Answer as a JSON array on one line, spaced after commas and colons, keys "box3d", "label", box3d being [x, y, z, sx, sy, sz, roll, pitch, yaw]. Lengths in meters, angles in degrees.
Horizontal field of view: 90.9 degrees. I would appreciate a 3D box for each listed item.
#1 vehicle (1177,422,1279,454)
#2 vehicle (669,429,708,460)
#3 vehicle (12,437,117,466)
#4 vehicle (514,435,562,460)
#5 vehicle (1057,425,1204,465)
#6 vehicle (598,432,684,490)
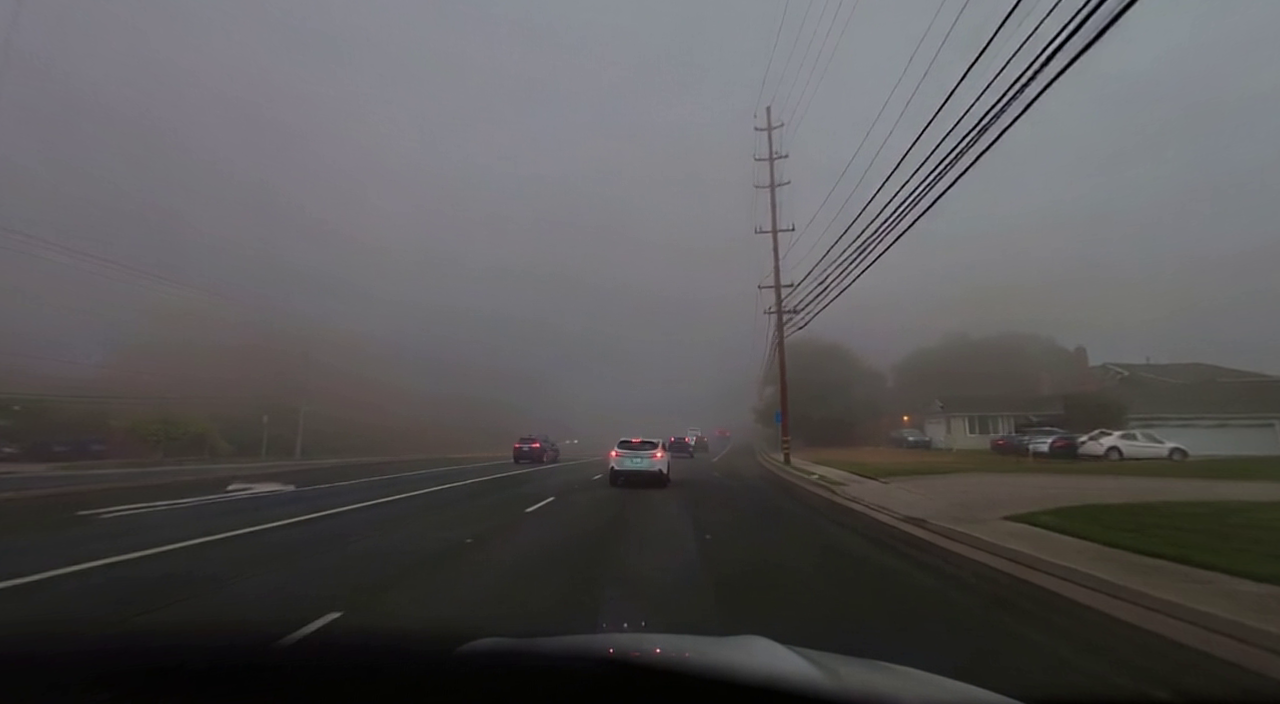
[{"box3d": [33.506, 4.788, 35.330, 4.689, 1.603, 1.929, -3, -7, 11], "label": "vehicle"}, {"box3d": [3.266, 6.134, 41.754, 2.158, 1.939, 4.935, -2, -9, 9], "label": "vehicle"}, {"box3d": [-36.954, 6.391, 40.688, 1.866, 1.739, 4.941, -1, -8, 5], "label": "vehicle"}, {"box3d": [-6.543, 6.194, 40.855, 1.983, 1.485, 4.159, -1, -8, 6], "label": "vehicle"}, {"box3d": [21.332, 4.092, 27.609, 4.674, 1.500, 1.889, 1, -9, 8], "label": "vehicle"}, {"box3d": [0.157, 3.109, 18.276, 2.117, 1.474, 4.036, -1, -8, 5], "label": "vehicle"}]
